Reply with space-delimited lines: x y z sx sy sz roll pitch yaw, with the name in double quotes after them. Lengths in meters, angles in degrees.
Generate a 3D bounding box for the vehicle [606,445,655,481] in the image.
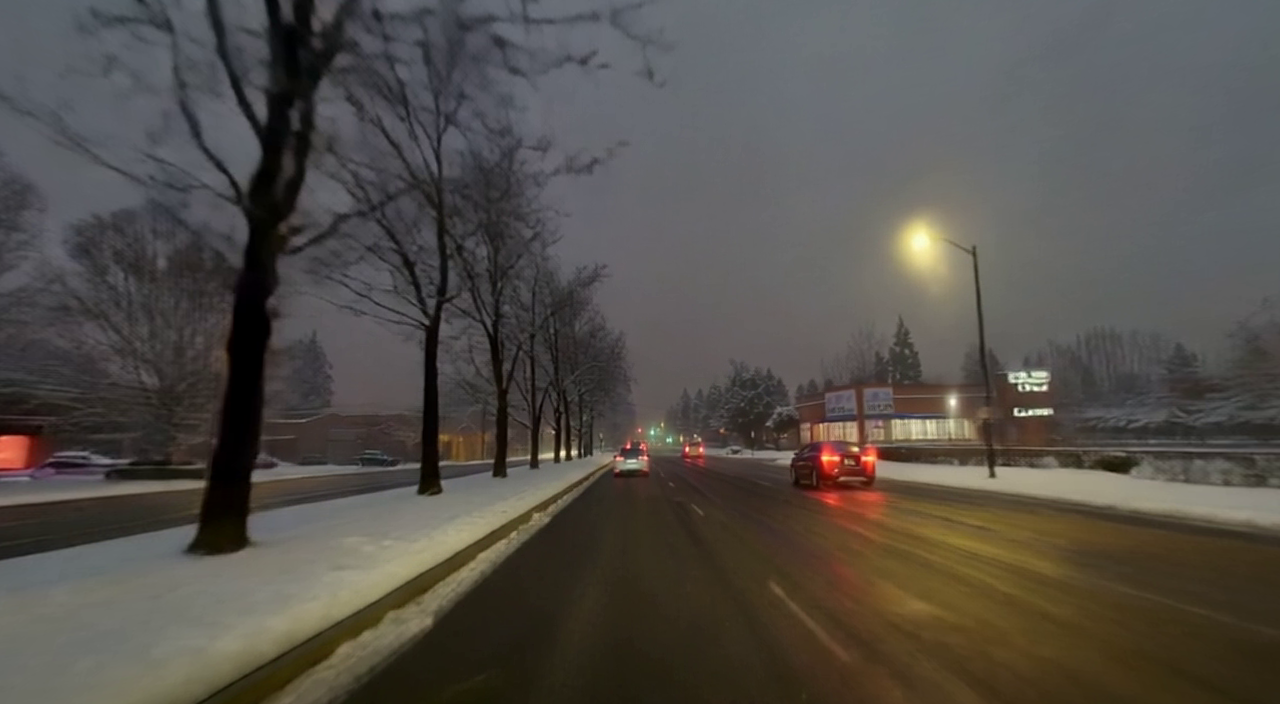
-0.405 4.733 27.113 1.970 1.402 3.756 0 -9 0 "vehicle"

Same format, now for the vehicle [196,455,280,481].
-24.431 7.040 38.369 3.898 1.459 1.680 1 -8 -2 "vehicle"

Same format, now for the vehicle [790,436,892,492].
6.424 3.614 20.620 1.949 1.647 3.894 0 -9 -2 "vehicle"
